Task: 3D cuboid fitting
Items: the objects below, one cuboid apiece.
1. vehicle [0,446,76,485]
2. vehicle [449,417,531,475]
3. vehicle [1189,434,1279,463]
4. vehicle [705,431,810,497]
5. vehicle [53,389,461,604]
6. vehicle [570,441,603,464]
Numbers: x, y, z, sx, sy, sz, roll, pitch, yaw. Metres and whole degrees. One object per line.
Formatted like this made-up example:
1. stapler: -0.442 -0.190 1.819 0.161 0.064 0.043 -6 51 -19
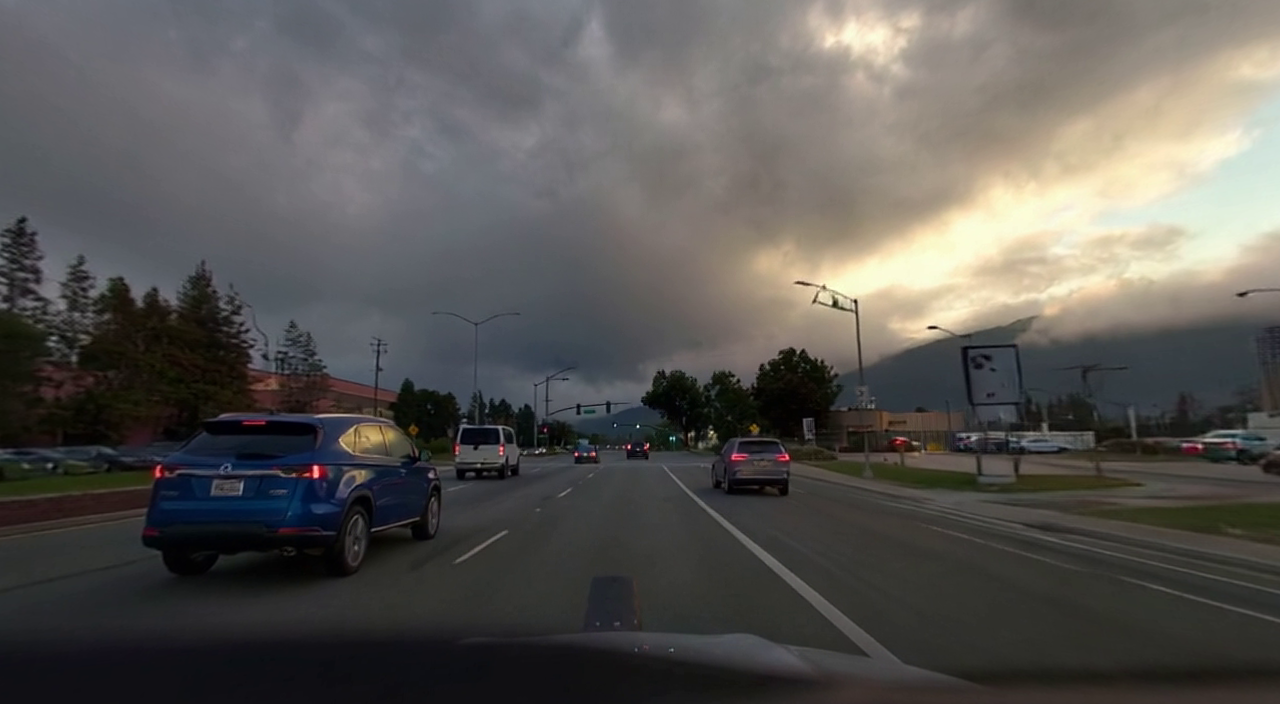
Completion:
1. vehicle: -30.169 5.327 29.829 4.590 1.757 2.157 0 -9 -2
2. vehicle: -7.391 4.778 31.949 2.863 2.592 6.410 1 -9 -3
3. vehicle: 38.875 6.250 40.647 2.009 1.754 4.928 1 -9 -7
4. vehicle: 3.457 3.422 19.586 2.167 1.792 4.835 0 -9 -2
5. vehicle: -3.774 1.512 7.400 2.038 1.748 4.303 0 -9 0
6. vehicle: -4.091 7.855 49.207 2.133 1.677 4.727 0 -9 1
